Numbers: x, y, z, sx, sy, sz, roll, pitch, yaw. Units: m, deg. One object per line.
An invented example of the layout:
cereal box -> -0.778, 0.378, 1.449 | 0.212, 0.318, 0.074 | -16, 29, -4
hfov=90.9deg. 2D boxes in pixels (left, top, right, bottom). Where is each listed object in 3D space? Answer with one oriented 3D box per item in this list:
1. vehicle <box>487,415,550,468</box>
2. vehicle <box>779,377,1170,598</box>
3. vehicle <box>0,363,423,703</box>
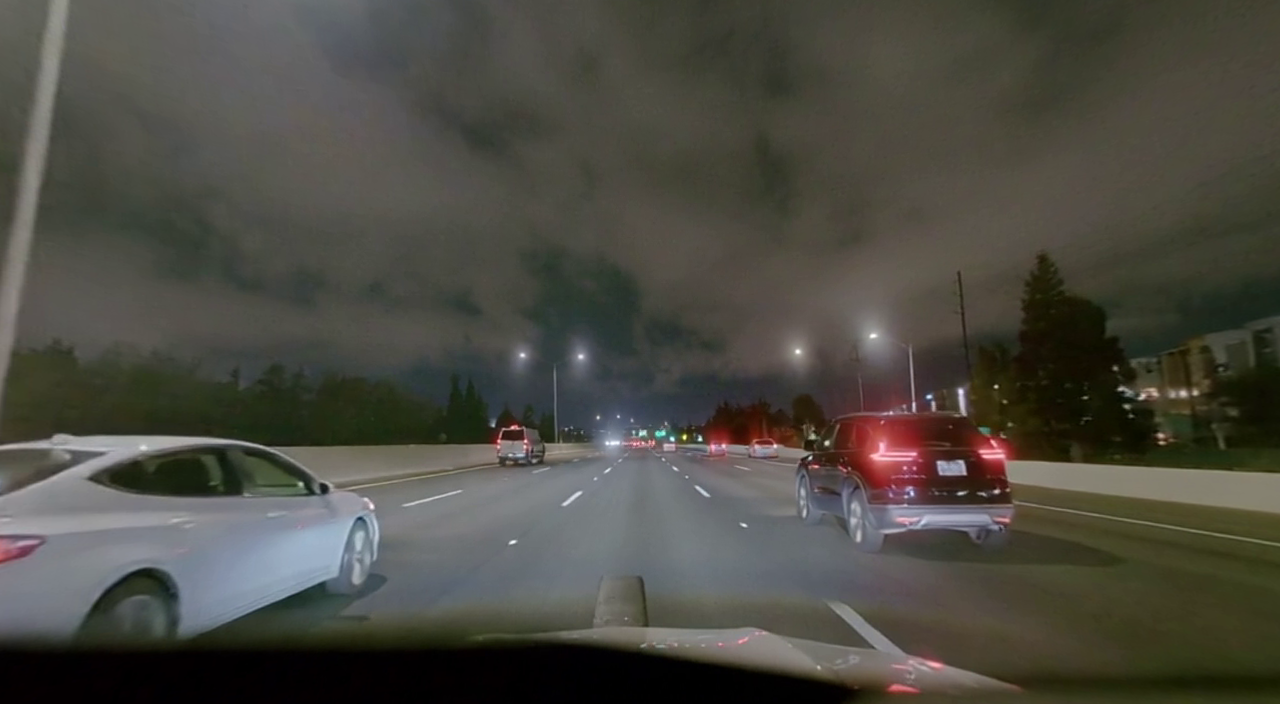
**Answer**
vehicle -> -6.979, 5.296, 37.176 | 2.362, 2.778, 6.630 | 0, -8, 0
vehicle -> 3.363, 1.494, 7.812 | 2.148, 1.852, 4.835 | 0, -8, 0
vehicle -> -3.292, 1.080, 4.018 | 2.080, 1.542, 4.718 | 0, -8, 1
